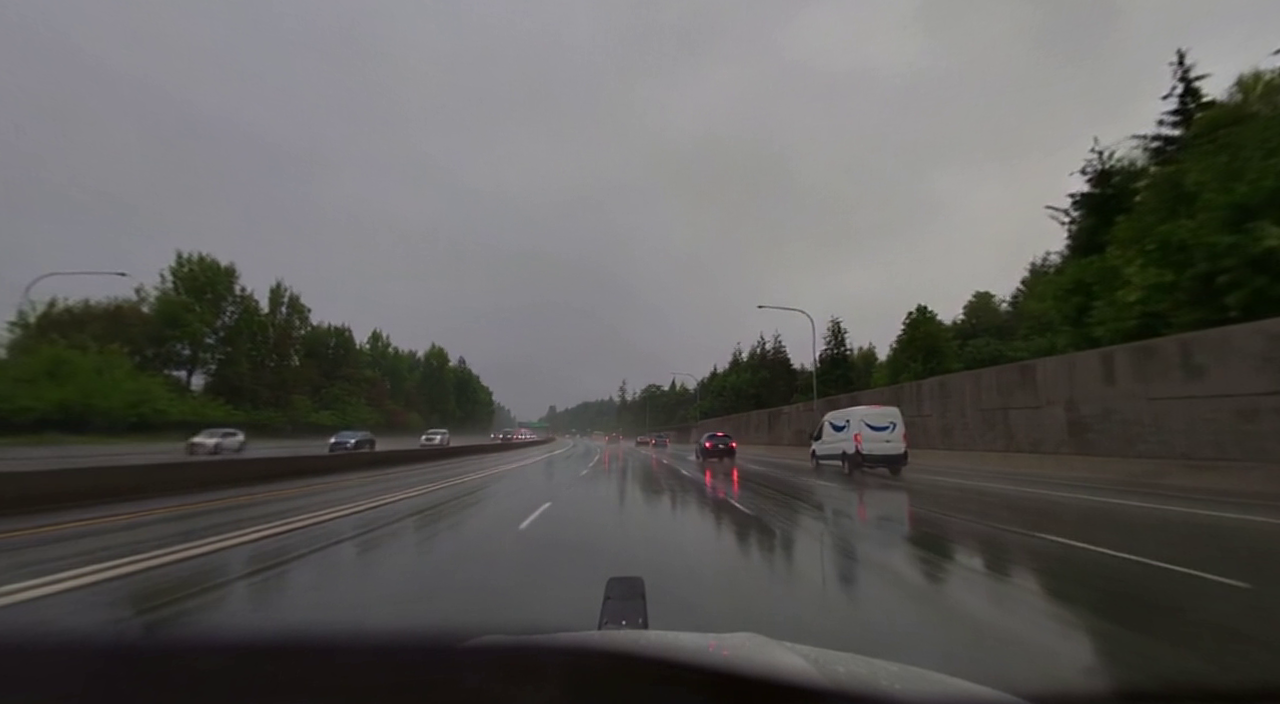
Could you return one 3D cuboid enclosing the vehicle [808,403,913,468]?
[{"bbox_3d":[10.550,4.141,30.935,2.274,2.802,6.802,0,-8,-4],"label":"vehicle"}]

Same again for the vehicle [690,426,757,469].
[{"bbox_3d":[3.538,4.175,27.689,2.141,1.732,4.279,0,-8,-3],"label":"vehicle"}]

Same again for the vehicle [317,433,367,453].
[{"bbox_3d":[-22.612,6.952,48.050,1.895,1.469,4.267,0,-8,-3],"label":"vehicle"}]

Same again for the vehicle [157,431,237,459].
[{"bbox_3d":[-26.031,5.503,37.276,1.848,1.513,4.086,0,-8,-2],"label":"vehicle"}]
